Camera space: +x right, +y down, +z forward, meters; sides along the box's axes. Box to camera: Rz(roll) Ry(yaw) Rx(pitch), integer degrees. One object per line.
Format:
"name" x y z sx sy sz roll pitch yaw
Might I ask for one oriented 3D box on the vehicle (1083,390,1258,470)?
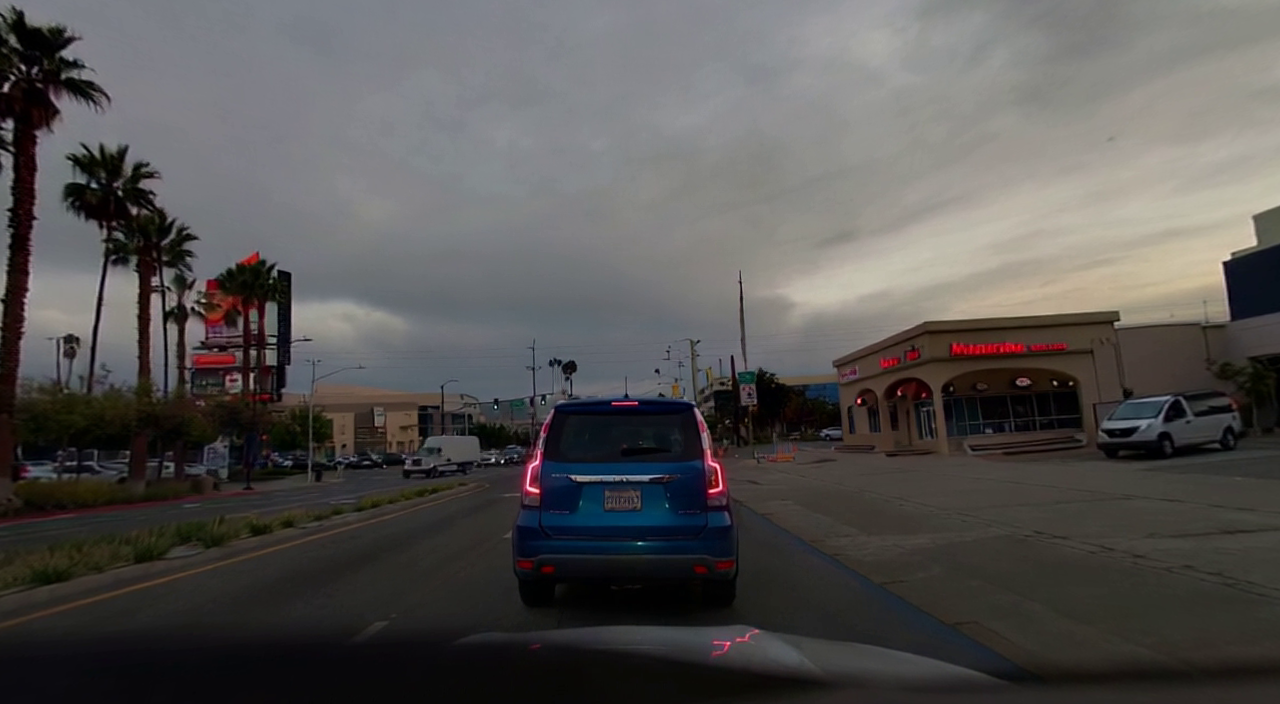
"vehicle" 16.098 2.405 19.051 6.060 2.047 2.490 6 -11 -36

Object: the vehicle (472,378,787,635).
"vehicle" -0.123 1.383 6.518 2.234 1.818 3.869 0 -9 -2

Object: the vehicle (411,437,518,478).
"vehicle" -9.521 5.801 35.031 2.448 2.043 5.988 -4 -10 23
